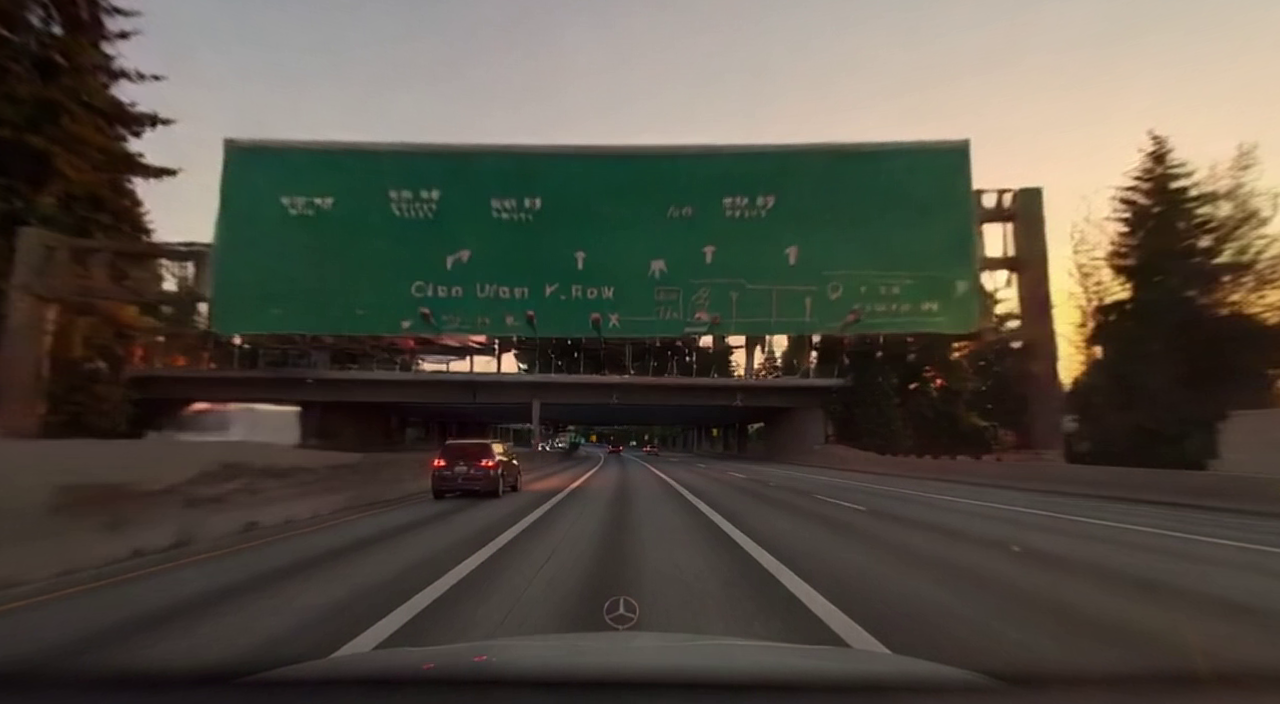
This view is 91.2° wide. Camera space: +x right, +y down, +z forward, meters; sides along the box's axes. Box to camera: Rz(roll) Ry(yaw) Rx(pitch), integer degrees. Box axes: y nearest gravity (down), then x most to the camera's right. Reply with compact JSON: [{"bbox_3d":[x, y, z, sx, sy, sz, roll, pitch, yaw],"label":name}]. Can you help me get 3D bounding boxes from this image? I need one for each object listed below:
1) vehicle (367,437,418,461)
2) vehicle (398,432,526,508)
[{"bbox_3d":[-16.080,6.353,40.944,1.760,1.483,3.871,0,-9,0],"label":"vehicle"},{"bbox_3d":[-4.210,2.855,15.559,2.071,1.615,3.868,0,-9,0],"label":"vehicle"}]
